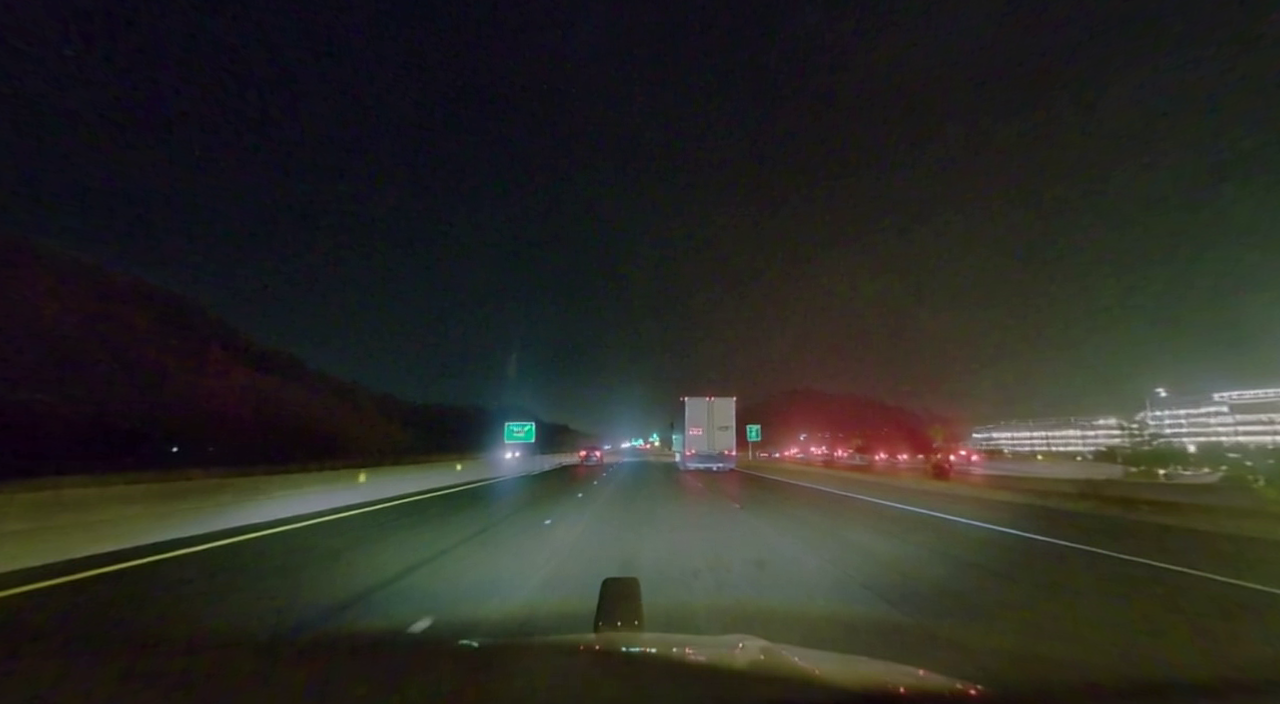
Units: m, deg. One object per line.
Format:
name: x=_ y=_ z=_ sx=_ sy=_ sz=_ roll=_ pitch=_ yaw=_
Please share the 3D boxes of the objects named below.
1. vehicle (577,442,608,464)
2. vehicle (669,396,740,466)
vehicle: x=-3.510 y=7.600 z=47.235 sx=2.100 sy=1.525 sz=4.179 roll=0 pitch=-9 yaw=0
vehicle: x=4.106 y=5.773 z=44.262 sx=3.201 sy=4.104 sz=14.356 roll=0 pitch=-9 yaw=-1
